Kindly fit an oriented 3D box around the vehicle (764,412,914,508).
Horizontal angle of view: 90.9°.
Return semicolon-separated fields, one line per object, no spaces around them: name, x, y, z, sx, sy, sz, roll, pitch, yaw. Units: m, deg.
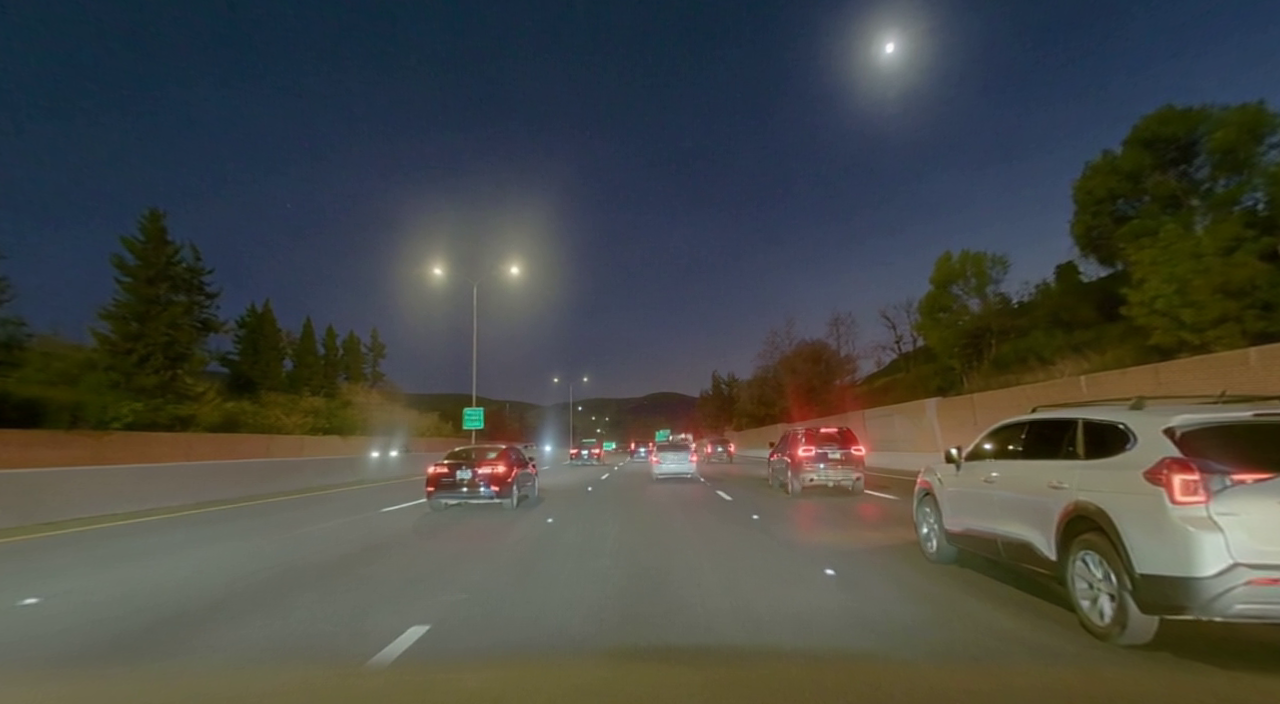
vehicle;4.368;2.454;14.708;1.970;1.872;4.575;0;-8;0

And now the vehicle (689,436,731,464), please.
vehicle;3.910;5.561;35.875;1.855;1.513;3.915;0;-8;-1

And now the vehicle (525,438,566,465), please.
vehicle;-6.591;6.968;44.436;2.055;1.751;4.825;0;-8;1

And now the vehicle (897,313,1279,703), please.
vehicle;3.767;1.020;4.590;1.930;1.831;4.344;0;-8;0

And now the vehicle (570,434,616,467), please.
vehicle;-2.695;5.820;37.352;2.154;1.793;4.736;0;-8;2

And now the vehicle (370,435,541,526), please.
vehicle;-3.348;2.406;12.493;1.961;1.456;4.362;0;-8;2

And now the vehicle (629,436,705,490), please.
vehicle;0.710;3.374;19.525;2.105;1.471;3.978;0;-8;-1
